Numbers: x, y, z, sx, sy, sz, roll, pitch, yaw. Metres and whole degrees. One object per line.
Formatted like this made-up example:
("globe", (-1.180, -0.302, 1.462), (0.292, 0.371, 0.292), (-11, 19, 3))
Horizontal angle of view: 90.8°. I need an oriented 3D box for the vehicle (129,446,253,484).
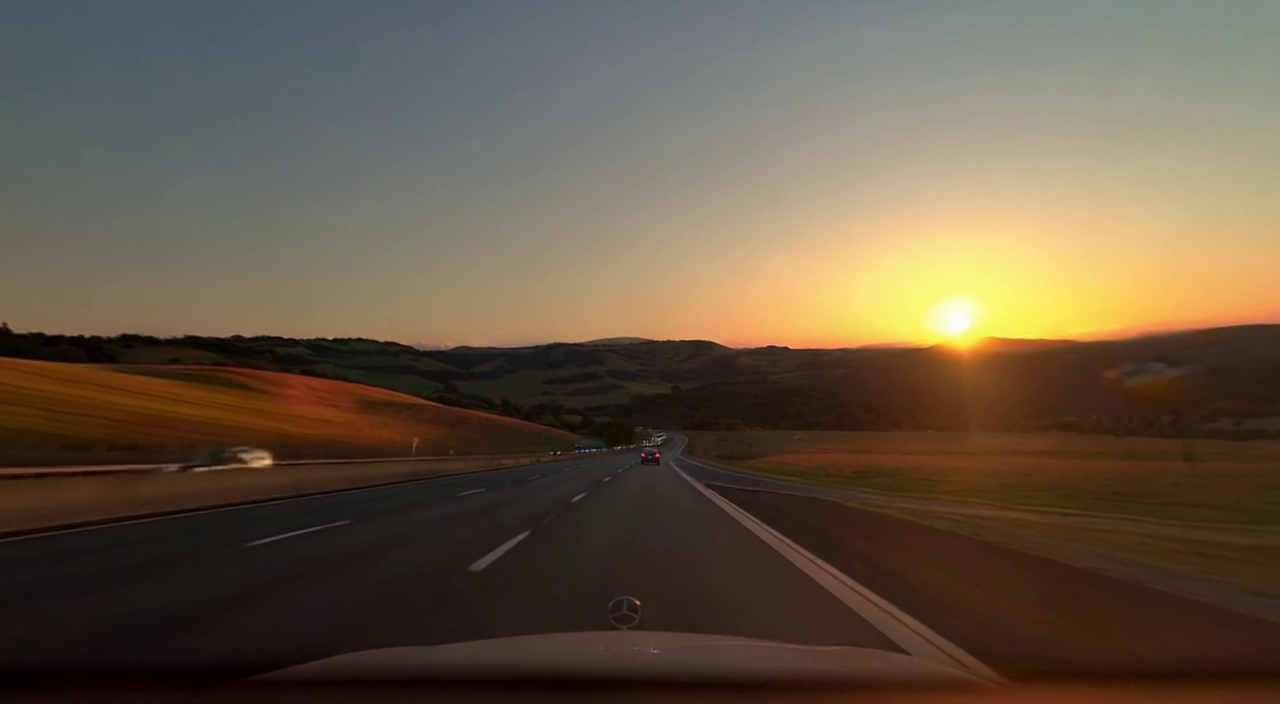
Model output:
("vehicle", (-19.925, 5.008, 28.303), (2.124, 1.553, 4.552), (0, -9, 1))
